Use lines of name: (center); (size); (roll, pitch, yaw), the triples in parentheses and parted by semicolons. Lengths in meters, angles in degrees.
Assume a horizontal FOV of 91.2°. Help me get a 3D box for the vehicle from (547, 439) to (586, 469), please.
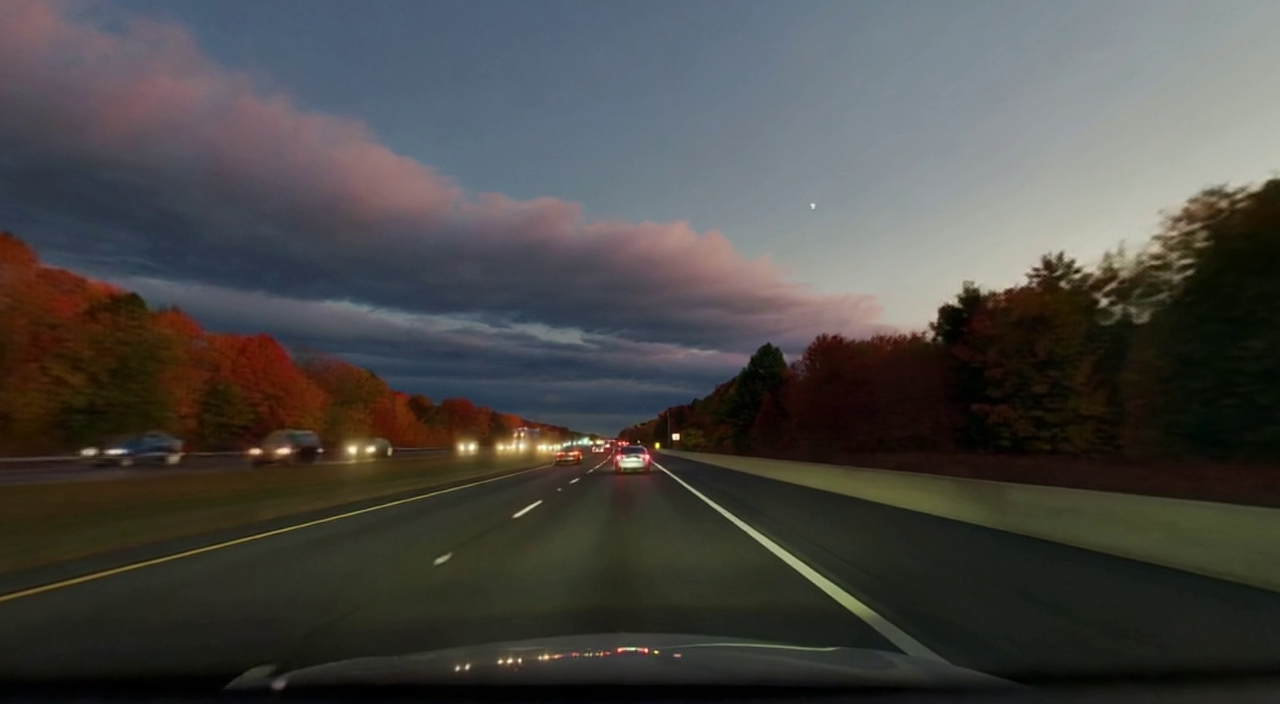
vehicle: (-4.560, 6.414, 39.519); (1.974, 1.688, 4.727); (-1, -9, 0)

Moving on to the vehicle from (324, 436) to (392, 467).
vehicle: (-14.543, 5.168, 32.568); (1.800, 1.517, 4.110); (0, -9, -3)

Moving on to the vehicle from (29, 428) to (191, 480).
vehicle: (-18.300, 3.556, 21.975); (1.873, 1.586, 4.367); (-1, -9, 0)

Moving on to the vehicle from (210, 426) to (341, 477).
vehicle: (-13.067, 3.621, 22.890); (1.995, 1.636, 4.605); (-1, -9, 0)

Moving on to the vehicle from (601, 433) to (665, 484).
vehicle: (-0.243, 3.844, 22.785); (2.115, 1.661, 4.049); (0, -9, 0)
